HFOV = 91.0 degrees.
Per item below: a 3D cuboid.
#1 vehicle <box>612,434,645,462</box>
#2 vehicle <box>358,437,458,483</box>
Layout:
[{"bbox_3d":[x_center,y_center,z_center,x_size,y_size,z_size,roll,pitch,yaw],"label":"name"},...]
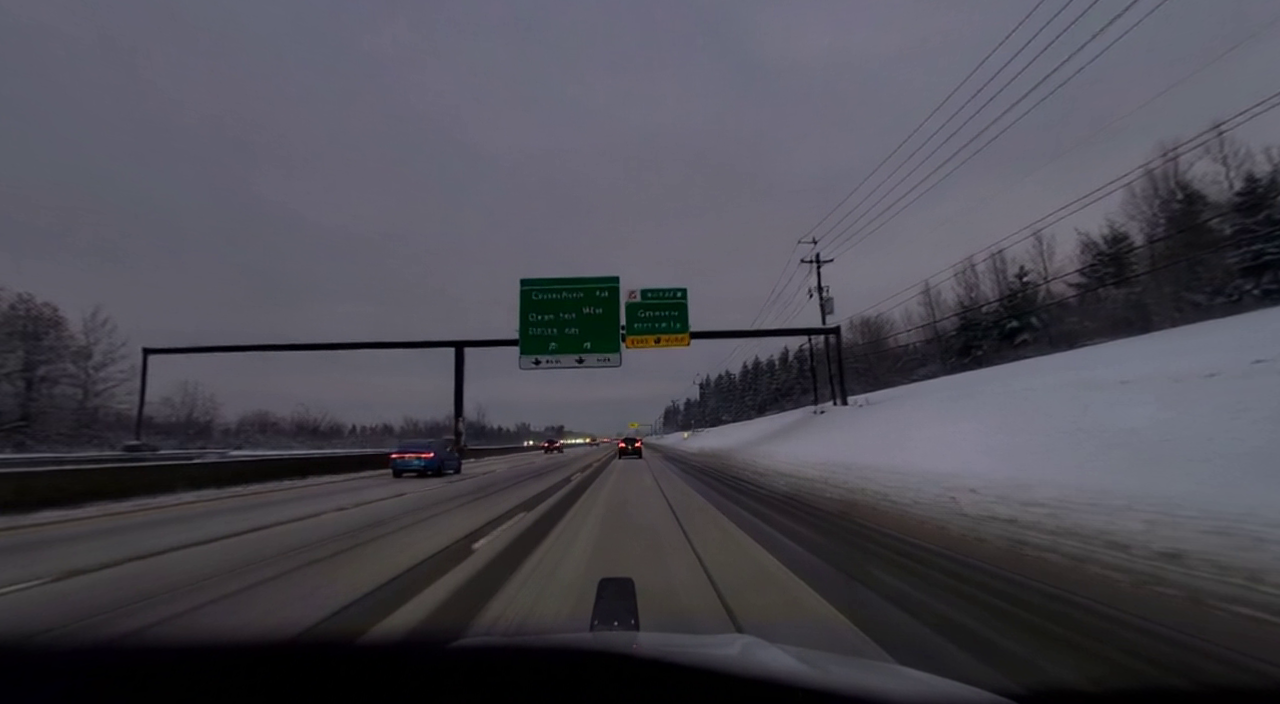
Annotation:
[{"bbox_3d":[-0.761,6.272,41.172,2.040,1.715,3.906,0,-8,-1],"label":"vehicle"},{"bbox_3d":[-8.090,3.789,22.433,1.949,1.428,4.408,0,-8,-1],"label":"vehicle"}]
